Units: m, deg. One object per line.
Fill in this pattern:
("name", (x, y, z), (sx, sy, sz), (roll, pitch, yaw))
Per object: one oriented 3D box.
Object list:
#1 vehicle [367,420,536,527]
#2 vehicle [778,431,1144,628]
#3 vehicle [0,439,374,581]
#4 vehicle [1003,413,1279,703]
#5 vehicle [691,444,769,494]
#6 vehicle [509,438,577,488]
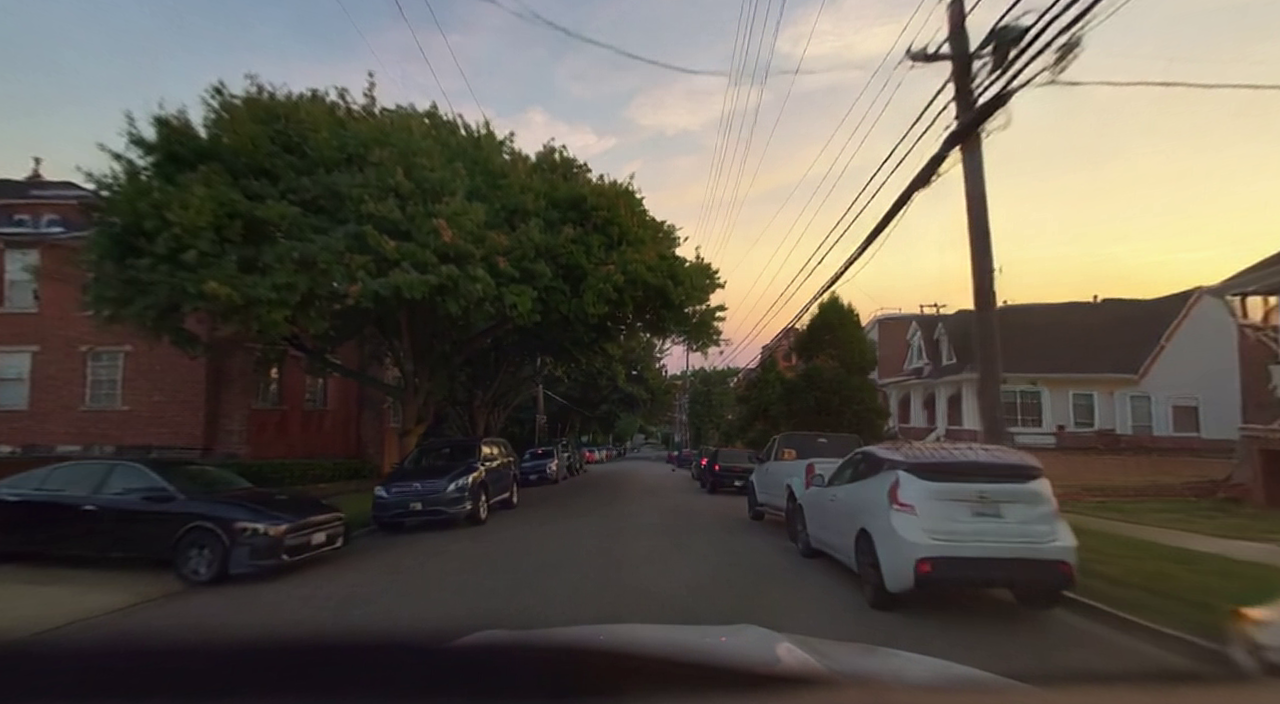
("vehicle", (-3.911, 2.612, 14.310), (2.280, 1.953, 5.092), (0, -8, 0))
("vehicle", (2.964, 1.688, 7.172), (1.878, 1.491, 4.495), (0, -8, 1))
("vehicle", (-6.201, 1.874, 7.964), (4.816, 1.519, 1.920), (0, -8, -4))
("vehicle", (4.268, 1.006, 2.517), (4.471, 1.493, 1.886), (0, -8, -2))
("vehicle", (2.932, 3.904, 21.669), (1.952, 1.469, 4.776), (0, -8, 0))
("vehicle", (-3.723, 4.336, 25.196), (2.014, 1.780, 4.757), (0, -8, -1))
